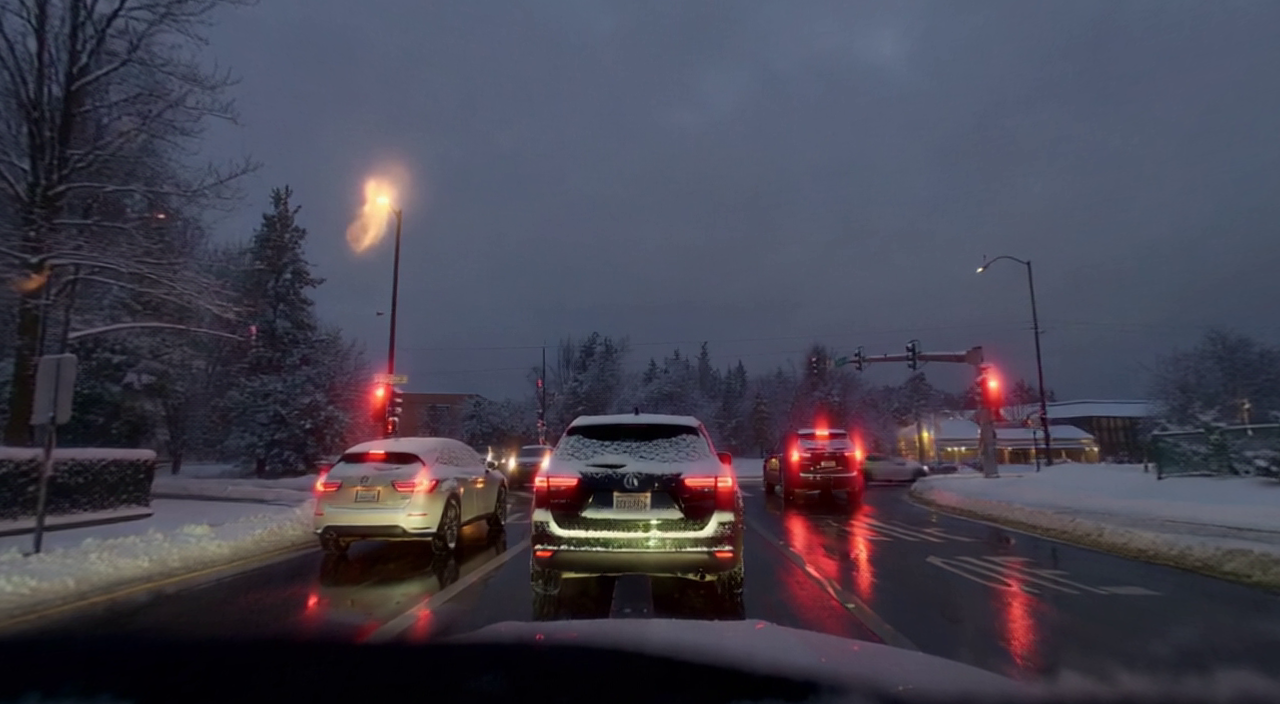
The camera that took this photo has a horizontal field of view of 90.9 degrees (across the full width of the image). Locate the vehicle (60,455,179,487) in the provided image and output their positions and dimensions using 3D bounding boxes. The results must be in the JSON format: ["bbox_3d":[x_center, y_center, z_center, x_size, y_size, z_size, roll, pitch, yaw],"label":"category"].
[{"bbox_3d":[-25.963,5.946,31.610,4.140,1.444,1.742,2,-9,-15],"label":"vehicle"}]

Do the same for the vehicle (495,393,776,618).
[{"bbox_3d":[-0.028,1.525,7.179,2.203,1.757,4.286,0,-8,0],"label":"vehicle"}]

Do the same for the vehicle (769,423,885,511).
[{"bbox_3d":[4.816,3.004,16.927,2.084,2.053,4.073,-1,-8,4],"label":"vehicle"}]

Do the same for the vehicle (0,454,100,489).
[{"bbox_3d":[-27.042,5.277,27.959,4.198,1.444,1.765,2,-9,-15],"label":"vehicle"}]

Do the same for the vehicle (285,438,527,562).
[{"bbox_3d":[-3.192,2.091,9.764,1.913,1.453,4.413,0,-8,2],"label":"vehicle"}]
